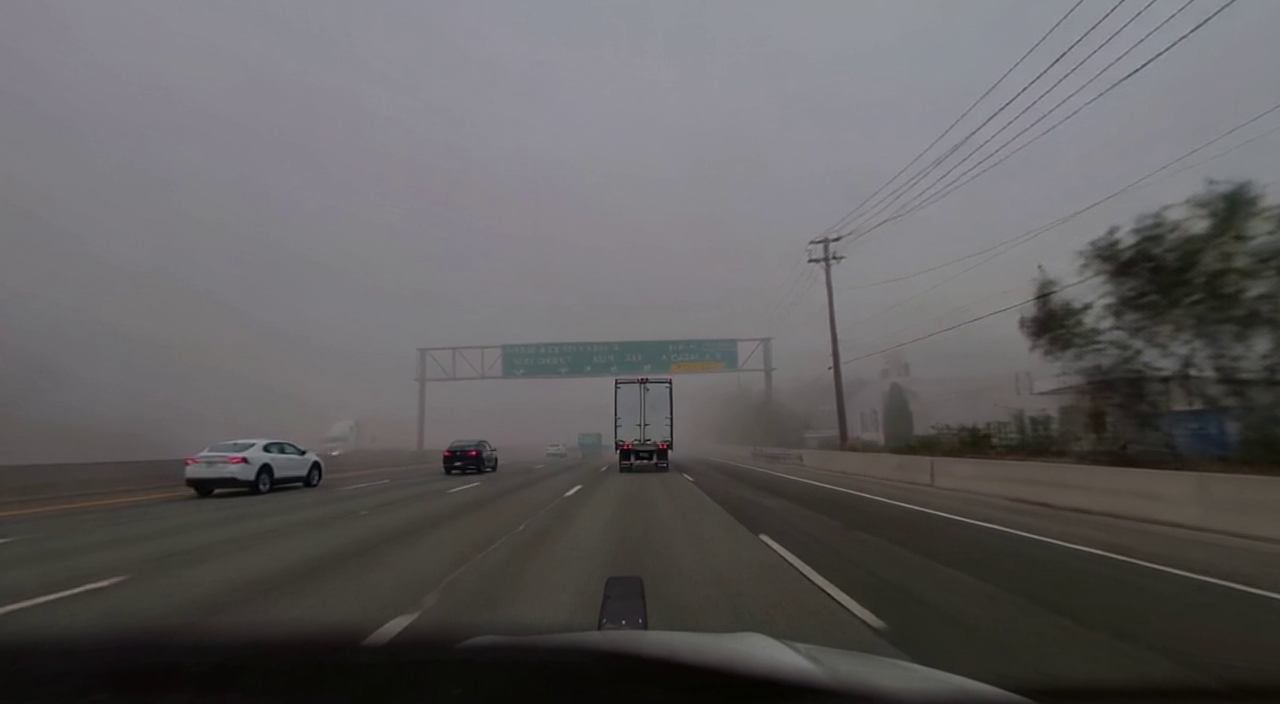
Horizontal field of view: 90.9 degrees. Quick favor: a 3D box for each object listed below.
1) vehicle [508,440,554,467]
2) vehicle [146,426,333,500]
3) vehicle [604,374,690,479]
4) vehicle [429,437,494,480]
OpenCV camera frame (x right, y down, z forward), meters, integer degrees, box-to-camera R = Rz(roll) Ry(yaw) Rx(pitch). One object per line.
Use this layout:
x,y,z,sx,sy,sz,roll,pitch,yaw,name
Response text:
-6.372,5.995,37.357,1.933,1.459,4.478,0,-9,0,vehicle
-10.927,3.073,17.769,2.046,1.779,4.752,0,-9,1,vehicle
0.147,3.289,26.710,2.941,3.604,9.851,0,-9,-1,vehicle
-6.997,4.170,24.942,1.736,1.580,2.778,0,-9,0,vehicle
